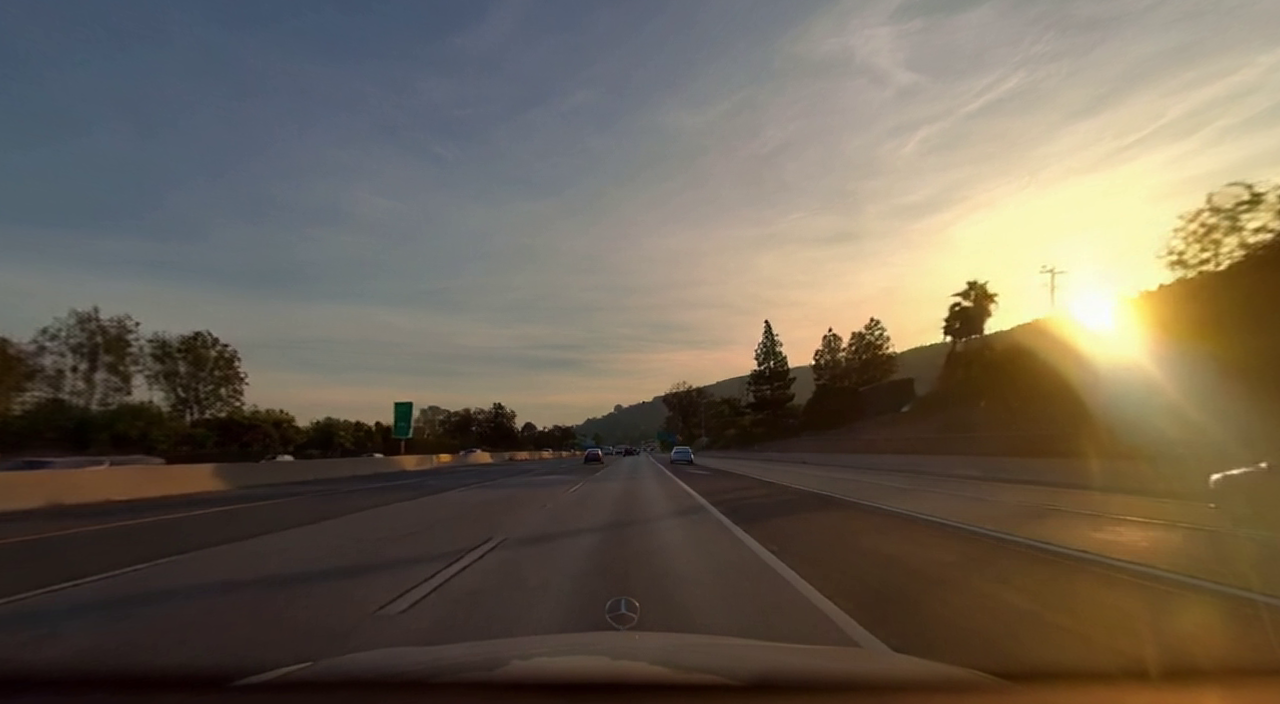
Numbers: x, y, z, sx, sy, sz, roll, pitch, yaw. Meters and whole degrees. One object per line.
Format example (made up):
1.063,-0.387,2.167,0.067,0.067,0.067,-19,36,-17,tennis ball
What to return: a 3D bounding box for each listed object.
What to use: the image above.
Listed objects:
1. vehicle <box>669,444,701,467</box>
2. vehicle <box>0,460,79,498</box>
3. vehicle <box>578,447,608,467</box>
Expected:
3.446,8.037,49.055,2.130,1.677,4.317,0,-9,-1,vehicle
-27.169,5.420,27.180,1.898,1.485,4.492,0,-9,0,vehicle
-3.628,8.271,49.859,2.052,1.510,4.301,0,-9,0,vehicle
